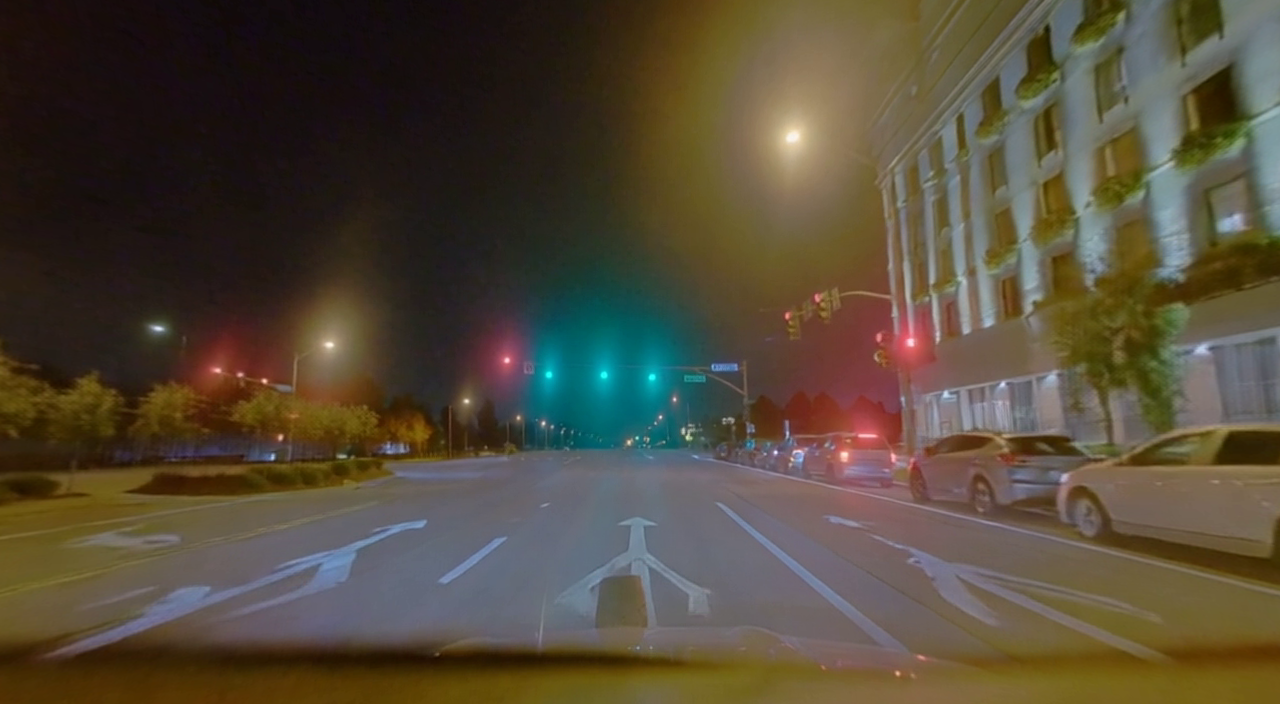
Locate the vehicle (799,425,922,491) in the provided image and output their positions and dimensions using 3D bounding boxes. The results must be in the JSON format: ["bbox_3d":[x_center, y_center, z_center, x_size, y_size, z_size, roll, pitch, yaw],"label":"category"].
[{"bbox_3d":[6.585,3.240,19.442,1.984,1.751,4.759,0,-9,-1],"label":"vehicle"}]

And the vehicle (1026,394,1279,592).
[{"bbox_3d":[6.661,1.406,6.574,1.978,1.728,5.129,0,-9,0],"label":"vehicle"}]
